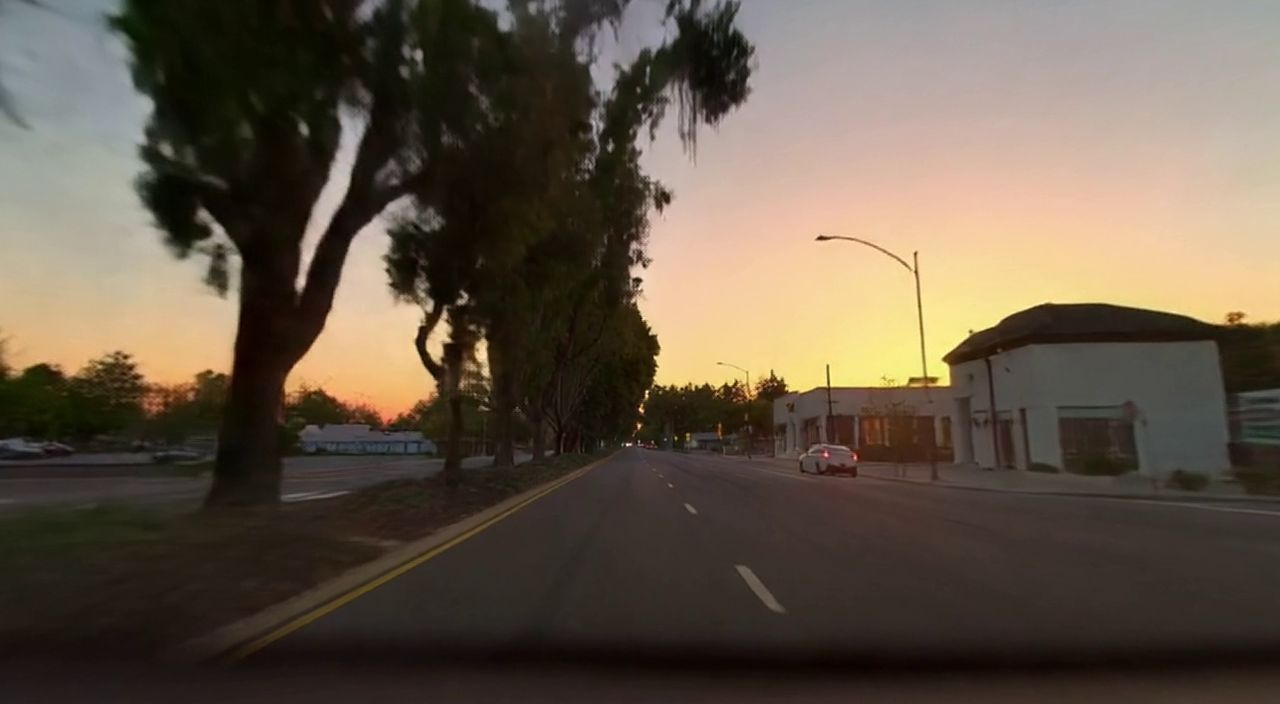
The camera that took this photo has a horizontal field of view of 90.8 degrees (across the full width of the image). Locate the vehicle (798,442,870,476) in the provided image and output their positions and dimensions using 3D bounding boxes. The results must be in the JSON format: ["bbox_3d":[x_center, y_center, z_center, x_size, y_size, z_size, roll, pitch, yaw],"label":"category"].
[{"bbox_3d":[9.489,5.272,31.327,1.981,1.557,4.456,1,-9,-3],"label":"vehicle"}]
